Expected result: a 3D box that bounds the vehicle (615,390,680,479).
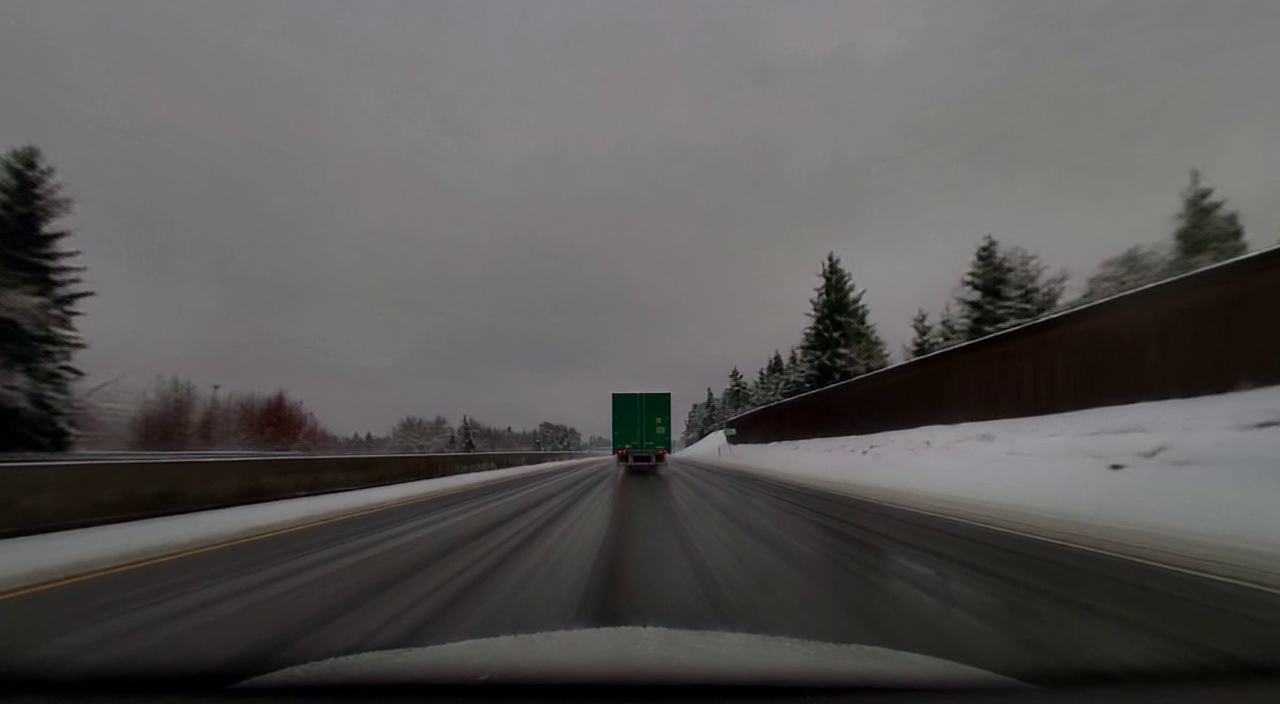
[{"bbox_3d":[0.207,4.502,33.423,2.900,3.955,10.151,0,-9,-1],"label":"vehicle"}]
